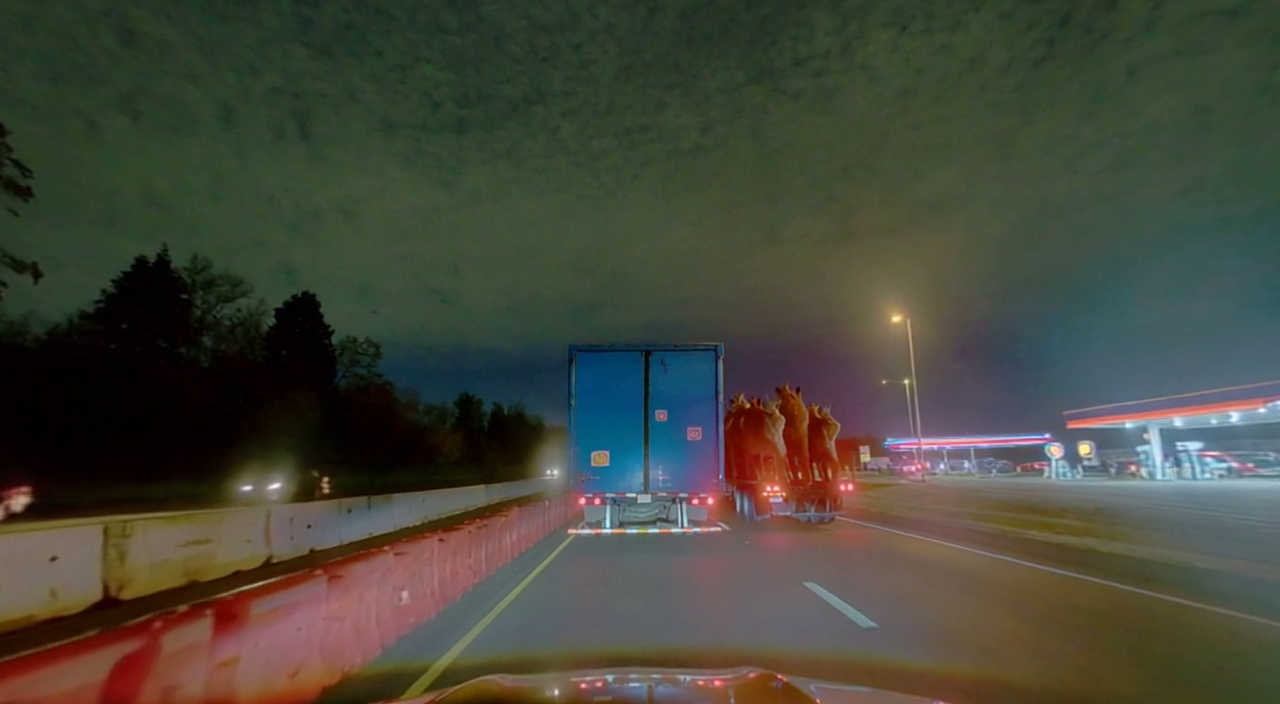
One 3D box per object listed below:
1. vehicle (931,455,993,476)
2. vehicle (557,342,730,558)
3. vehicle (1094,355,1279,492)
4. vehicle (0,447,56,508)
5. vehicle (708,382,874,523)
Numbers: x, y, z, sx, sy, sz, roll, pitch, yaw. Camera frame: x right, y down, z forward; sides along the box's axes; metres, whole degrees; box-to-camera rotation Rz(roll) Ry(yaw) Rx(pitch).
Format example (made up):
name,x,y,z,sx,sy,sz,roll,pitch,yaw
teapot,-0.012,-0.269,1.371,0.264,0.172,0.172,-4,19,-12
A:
name,x,y,z,sx,sy,sz,roll,pitch,yaw
vehicle,24.519,8.715,48.177,1.762,1.470,4.485,3,-11,-11
vehicle,0.042,2.268,14.119,2.618,3.306,8.676,1,-10,0
vehicle,20.834,2.343,19.966,2.771,4.075,13.513,1,-11,0
vehicle,-48.229,9.594,48.928,16.489,4.054,2.903,-10,-14,44
vehicle,4.433,3.455,21.168,2.936,3.640,9.443,1,-10,-2
